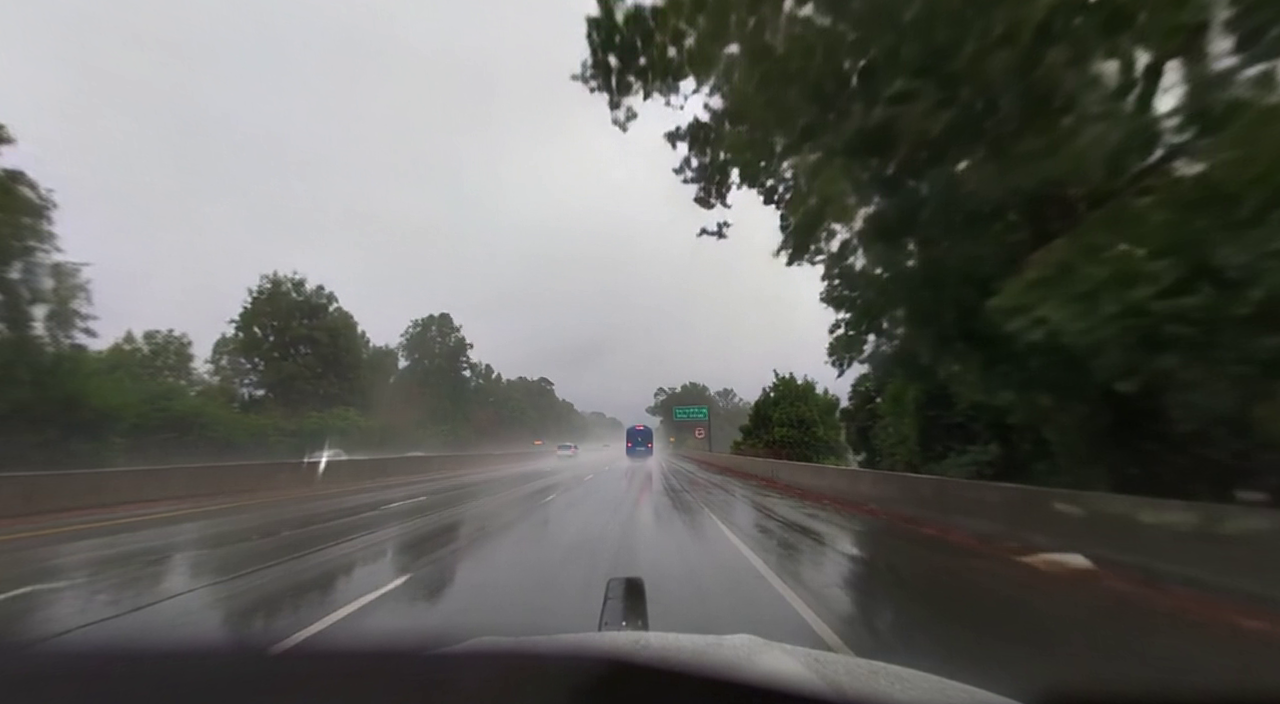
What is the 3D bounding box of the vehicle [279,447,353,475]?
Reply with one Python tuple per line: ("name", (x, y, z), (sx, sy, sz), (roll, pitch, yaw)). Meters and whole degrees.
("vehicle", (-21.796, 7.340, 42.749), (2.017, 1.737, 5.648), (0, -8, 1))
